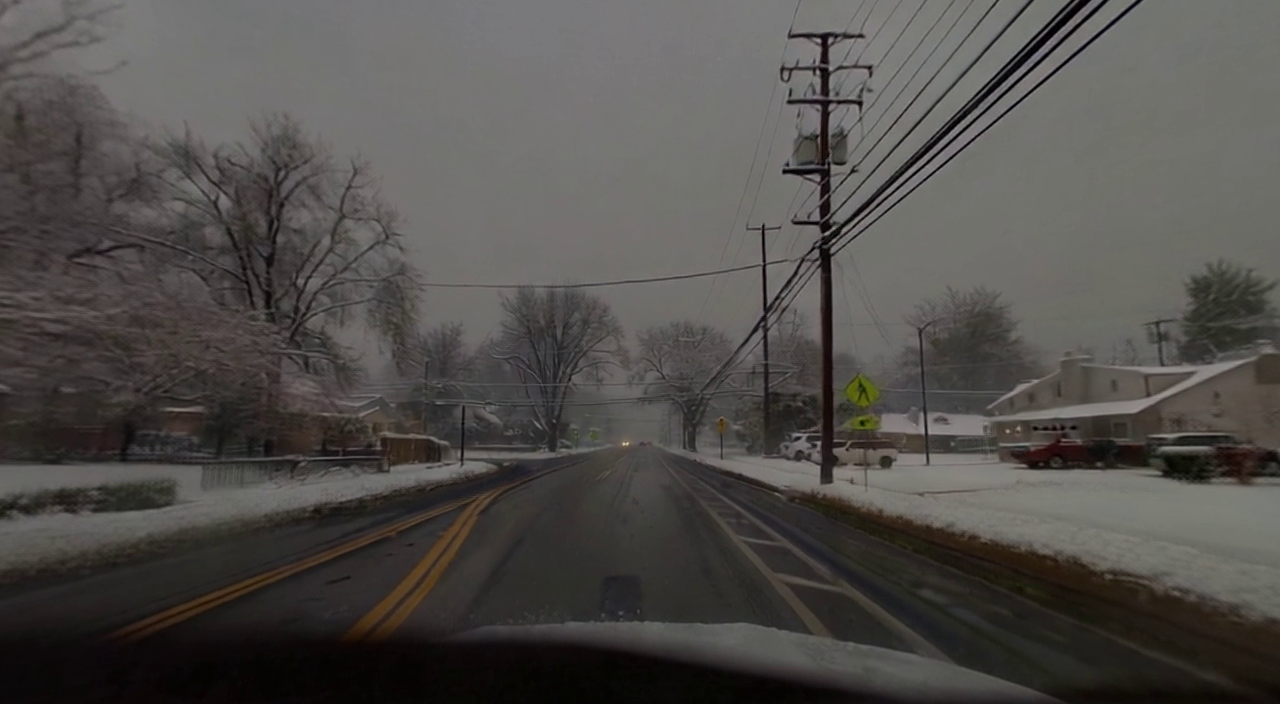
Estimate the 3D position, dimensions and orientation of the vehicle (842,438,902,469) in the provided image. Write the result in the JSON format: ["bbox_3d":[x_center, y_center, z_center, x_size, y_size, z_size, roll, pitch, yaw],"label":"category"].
[{"bbox_3d":[13.612,5.968,37.180,1.935,1.683,4.669,0,-9,2],"label":"vehicle"}]

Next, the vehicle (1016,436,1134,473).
[{"bbox_3d":[21.109,4.966,30.699,3.943,1.664,2.391,0,-8,-1],"label":"vehicle"}]

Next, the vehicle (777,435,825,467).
[{"bbox_3d":[10.340,6.383,40.772,1.912,1.953,4.651,0,-9,0],"label":"vehicle"}]
